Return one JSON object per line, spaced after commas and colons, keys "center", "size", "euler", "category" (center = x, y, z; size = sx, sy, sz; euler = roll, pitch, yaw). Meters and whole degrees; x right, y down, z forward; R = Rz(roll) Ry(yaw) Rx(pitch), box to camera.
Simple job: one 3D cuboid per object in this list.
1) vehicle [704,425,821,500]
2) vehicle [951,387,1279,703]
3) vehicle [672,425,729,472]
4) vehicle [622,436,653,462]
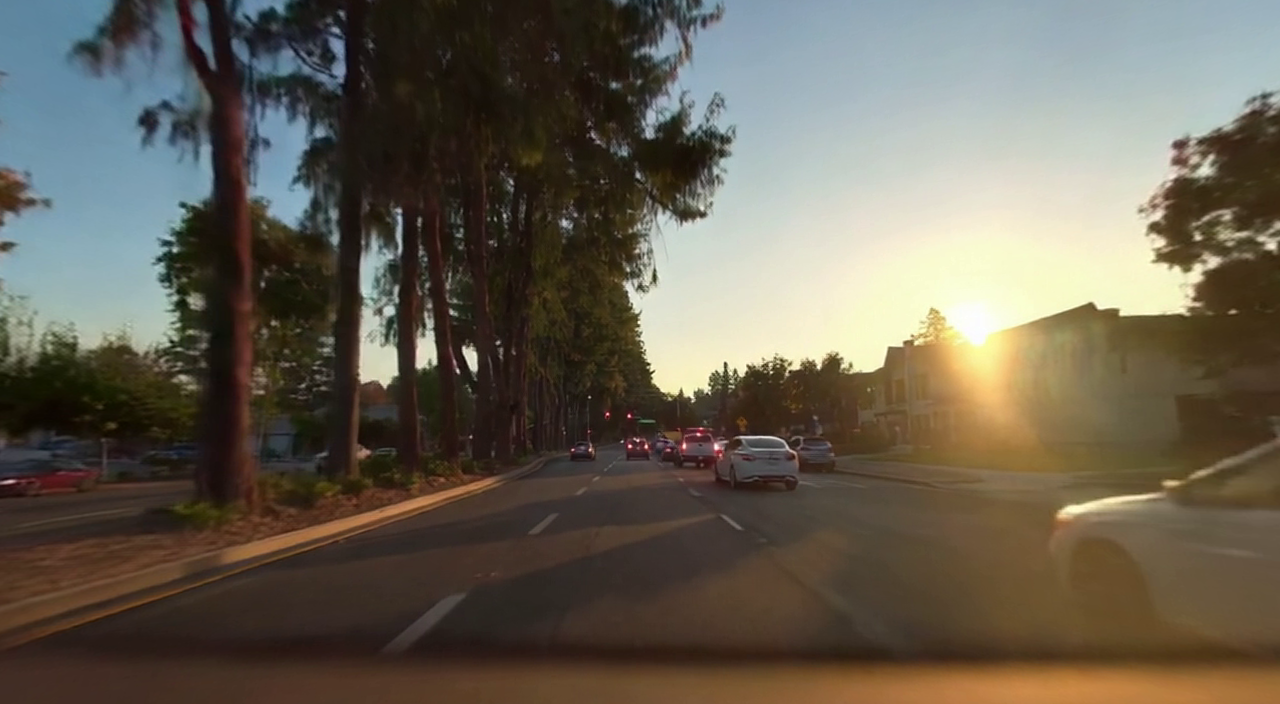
{"center": [3.060, 2.877, 16.880], "size": [2.041, 1.688, 4.717], "euler": [0, -8, -2], "category": "vehicle"}
{"center": [3.774, 0.940, 2.859], "size": [2.165, 1.513, 4.911], "euler": [0, -8, -1], "category": "vehicle"}
{"center": [2.874, 4.798, 31.467], "size": [2.268, 2.090, 6.113], "euler": [0, -8, 0], "category": "vehicle"}
{"center": [-0.171, 6.648, 43.496], "size": [2.052, 1.693, 4.554], "euler": [0, -8, 0], "category": "vehicle"}
